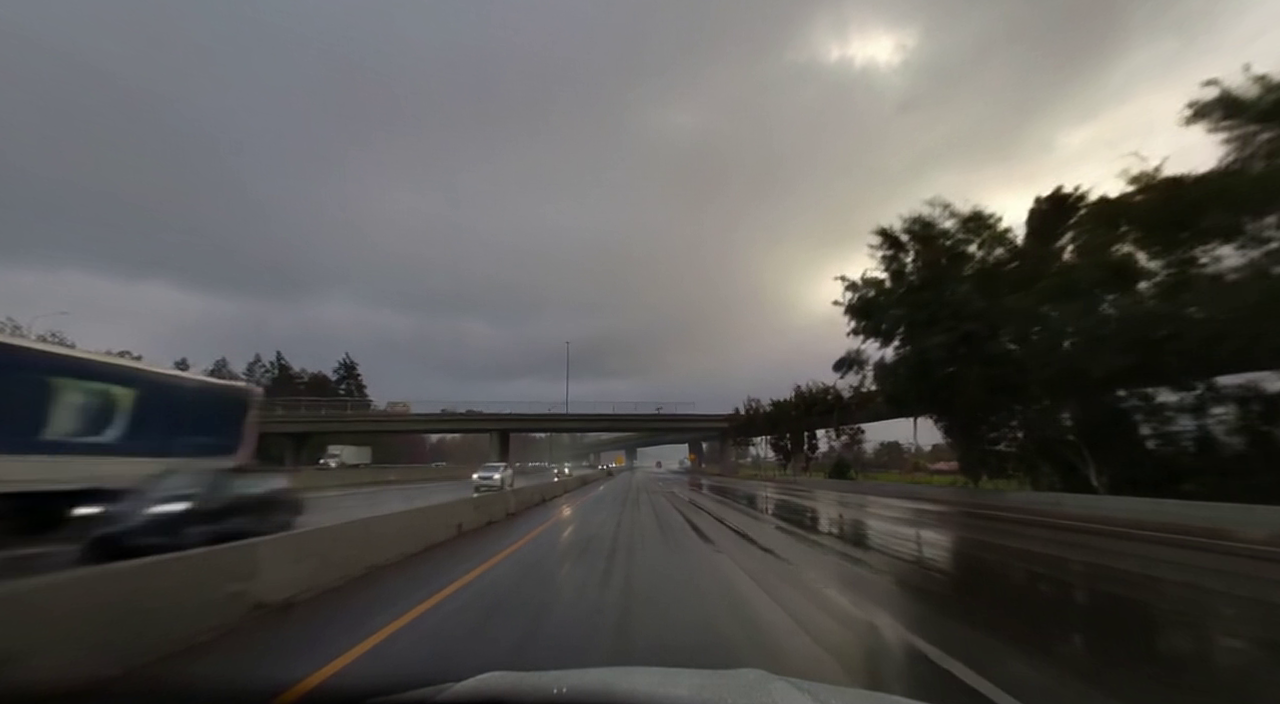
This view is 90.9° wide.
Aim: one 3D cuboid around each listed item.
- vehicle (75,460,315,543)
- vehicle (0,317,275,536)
[{"bbox_3d":[-8.859,2.996,13.132,1.903,1.395,4.235,1,-10,-1],"label":"vehicle"},{"bbox_3d":[-13.480,1.786,14.007,2.839,4.045,13.207,1,-10,0],"label":"vehicle"}]
